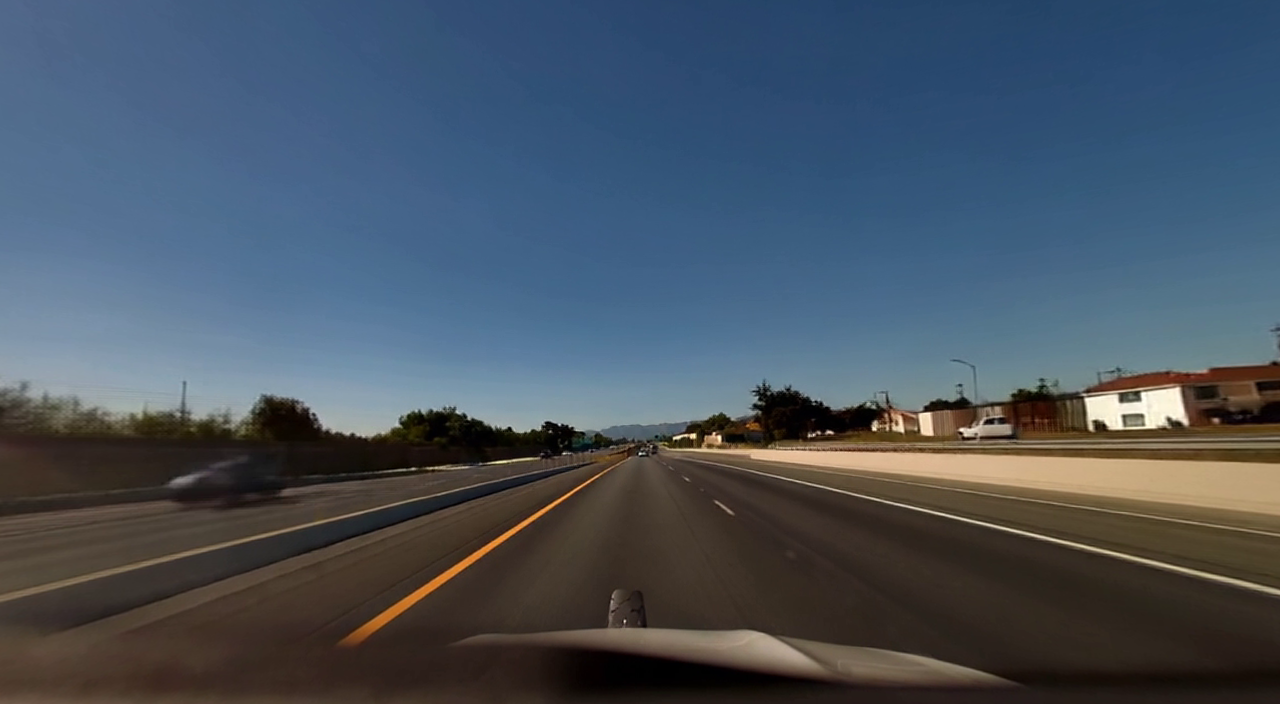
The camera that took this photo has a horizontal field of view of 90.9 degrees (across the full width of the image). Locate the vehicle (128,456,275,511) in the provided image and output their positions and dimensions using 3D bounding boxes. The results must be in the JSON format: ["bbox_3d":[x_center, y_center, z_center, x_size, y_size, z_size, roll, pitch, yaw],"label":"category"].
[{"bbox_3d":[-14.283,4.258,20.880,1.950,1.528,3.992,0,-8,0],"label":"vehicle"}]
